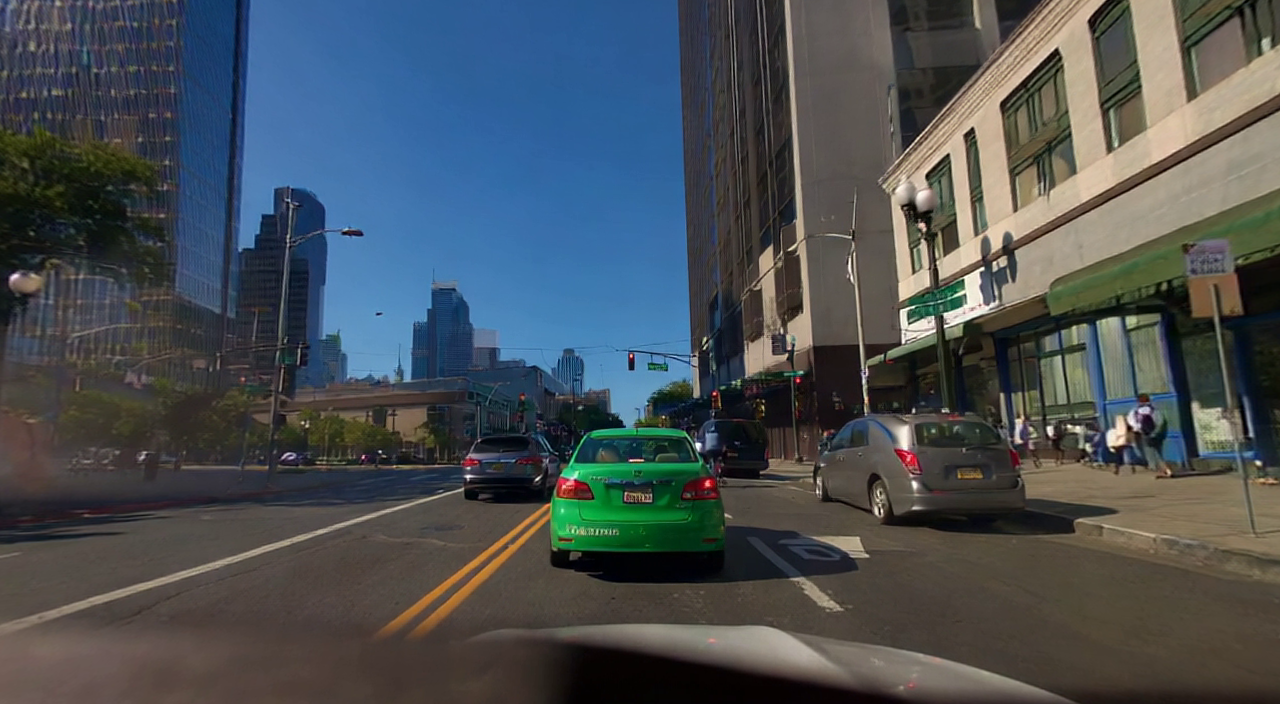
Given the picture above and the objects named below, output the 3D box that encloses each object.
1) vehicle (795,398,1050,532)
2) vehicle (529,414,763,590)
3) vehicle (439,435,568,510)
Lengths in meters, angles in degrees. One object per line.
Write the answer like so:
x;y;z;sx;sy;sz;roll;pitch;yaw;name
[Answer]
4.513;1.923;11.171;2.142;1.829;4.767;0;-9;-2;vehicle
0.041;1.650;7.721;2.091;1.557;4.000;0;-9;0;vehicle
-2.943;2.722;14.722;2.039;1.452;4.489;0;-9;0;vehicle
